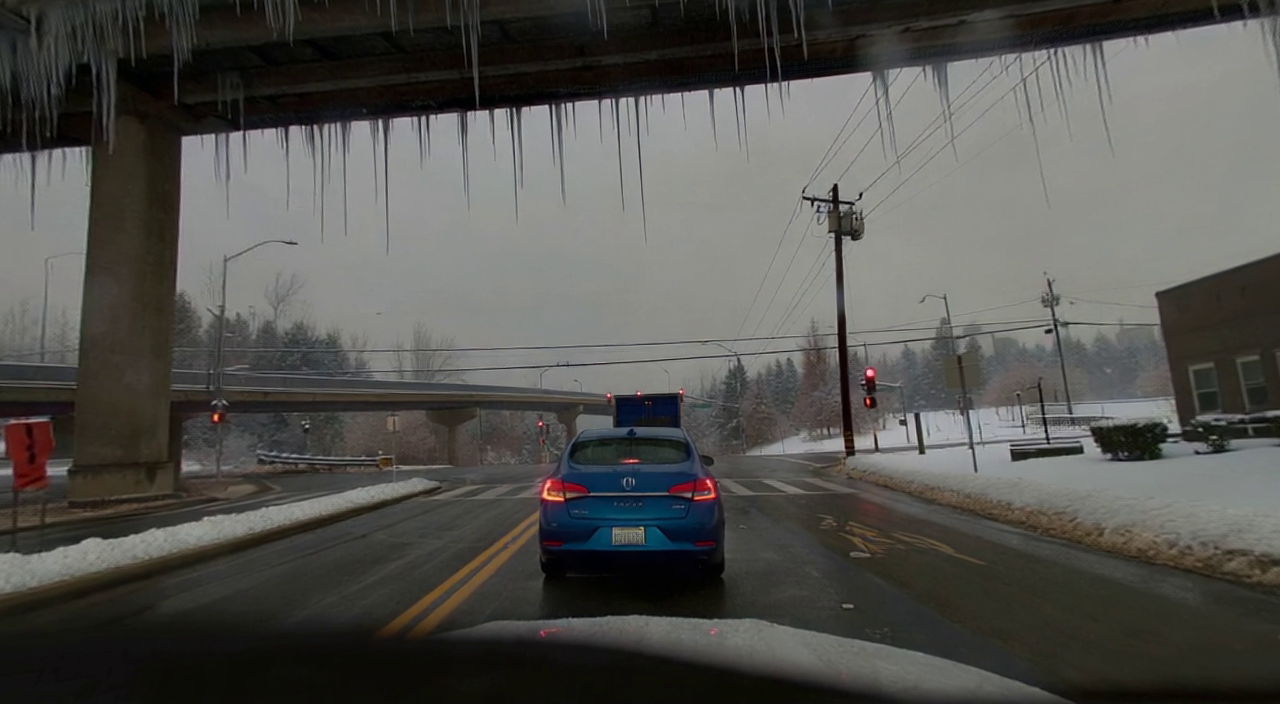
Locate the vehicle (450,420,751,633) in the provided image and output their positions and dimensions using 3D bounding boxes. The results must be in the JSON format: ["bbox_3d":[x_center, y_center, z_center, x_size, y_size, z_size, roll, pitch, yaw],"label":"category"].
[{"bbox_3d":[-0.243,1.524,6.463,2.090,1.458,4.033,-1,-9,1],"label":"vehicle"}]
